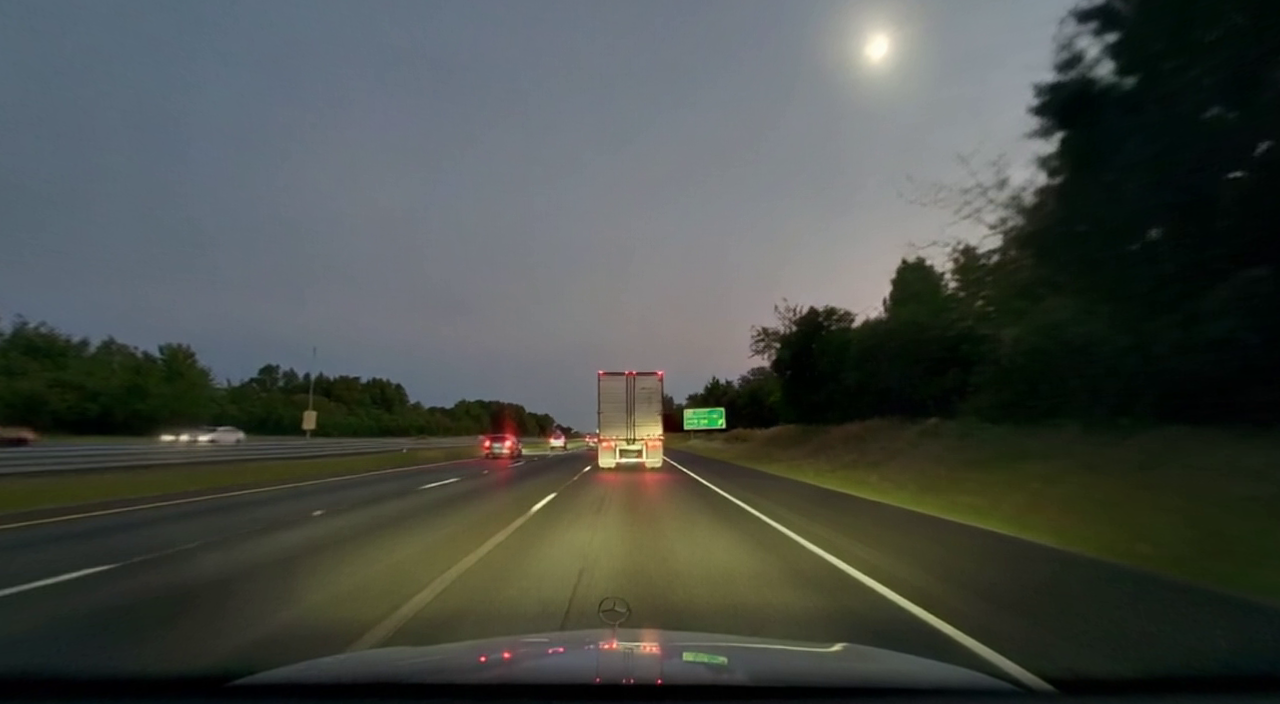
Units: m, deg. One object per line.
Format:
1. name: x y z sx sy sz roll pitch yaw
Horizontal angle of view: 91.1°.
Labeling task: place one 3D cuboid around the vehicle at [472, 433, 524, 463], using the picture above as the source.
1. vehicle: -7.300 4.950 32.619 1.856 1.479 3.710 0 -8 0

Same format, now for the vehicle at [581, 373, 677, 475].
1. vehicle: -0.488 3.352 28.325 3.033 3.223 14.836 4 -8 -1
